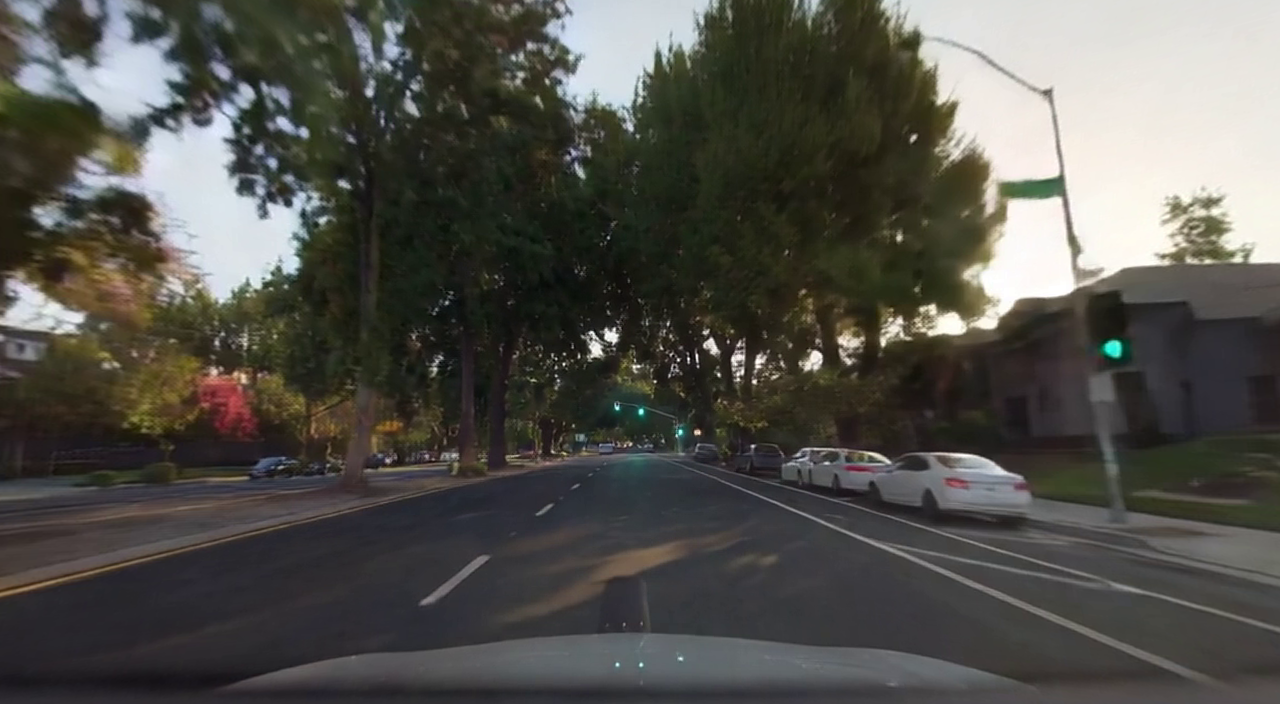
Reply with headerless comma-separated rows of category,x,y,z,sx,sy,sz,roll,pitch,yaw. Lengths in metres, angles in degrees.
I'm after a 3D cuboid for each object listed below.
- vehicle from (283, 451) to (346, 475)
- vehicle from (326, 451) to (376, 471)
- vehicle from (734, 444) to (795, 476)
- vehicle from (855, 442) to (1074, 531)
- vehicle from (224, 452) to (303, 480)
vehicle,-22.196,7.570,43.040,1.810,1.490,4.783,0,-9,-1
vehicle,-22.230,8.393,48.463,1.785,1.461,4.377,0,-9,0
vehicle,6.170,5.406,31.590,1.945,1.481,4.421,1,-9,-3
vehicle,6.309,2.639,13.028,1.922,1.494,4.772,0,-9,-1
vehicle,-22.199,6.705,37.233,1.902,1.478,4.755,0,-9,-2
